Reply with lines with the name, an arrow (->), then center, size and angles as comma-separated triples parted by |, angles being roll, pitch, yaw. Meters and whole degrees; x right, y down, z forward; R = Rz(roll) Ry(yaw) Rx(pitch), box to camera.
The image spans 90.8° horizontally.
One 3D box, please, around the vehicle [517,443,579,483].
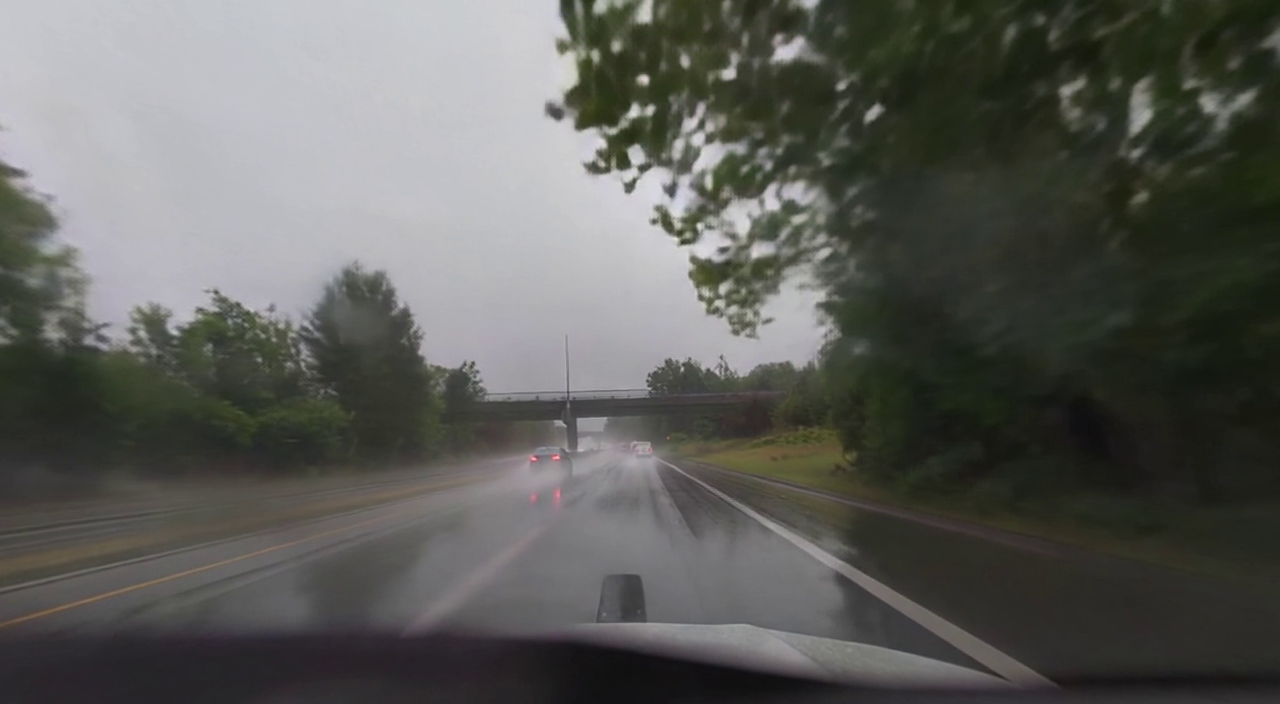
vehicle -> -4.036, 4.936, 28.461 | 2.076, 1.637, 4.526 | 0, -9, 0
